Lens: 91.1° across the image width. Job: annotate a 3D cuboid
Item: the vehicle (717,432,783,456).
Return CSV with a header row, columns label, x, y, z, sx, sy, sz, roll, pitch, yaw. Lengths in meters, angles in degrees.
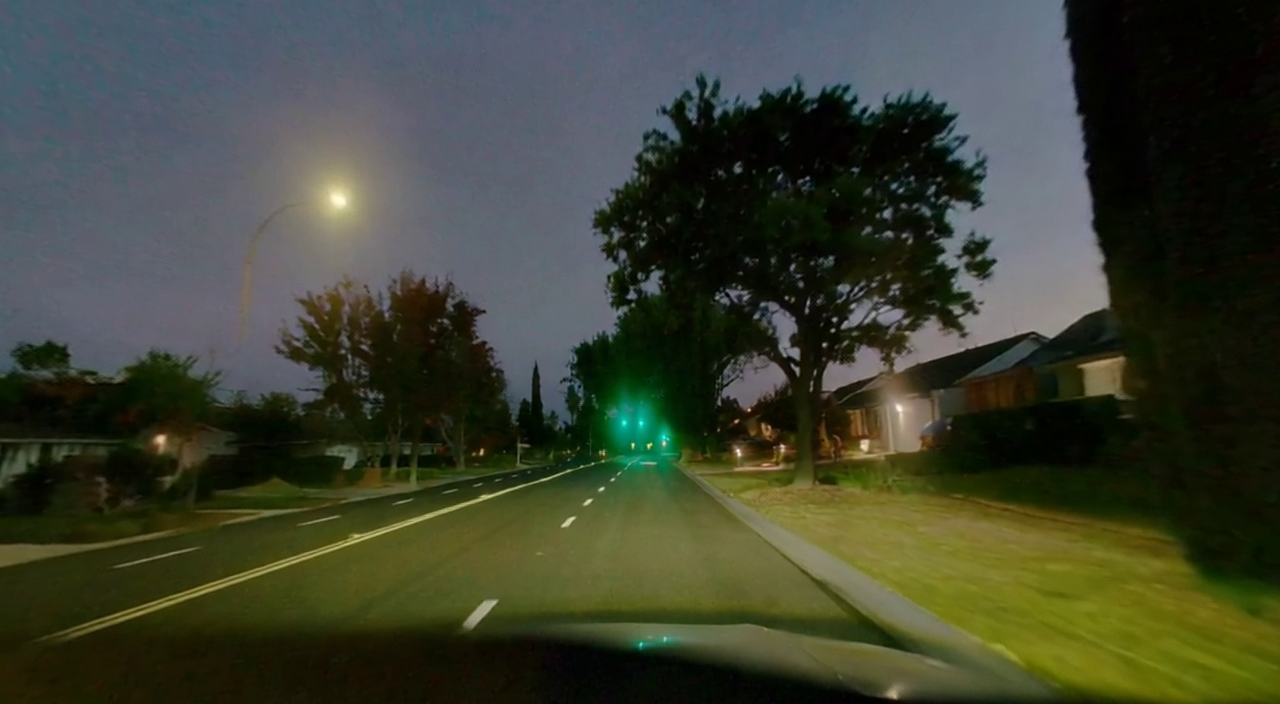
label,x,y,z,sx,sy,sz,roll,pitch,yaw
vehicle,8.619,7.213,49.118,4.636,1.823,1.997,3,-9,-18
